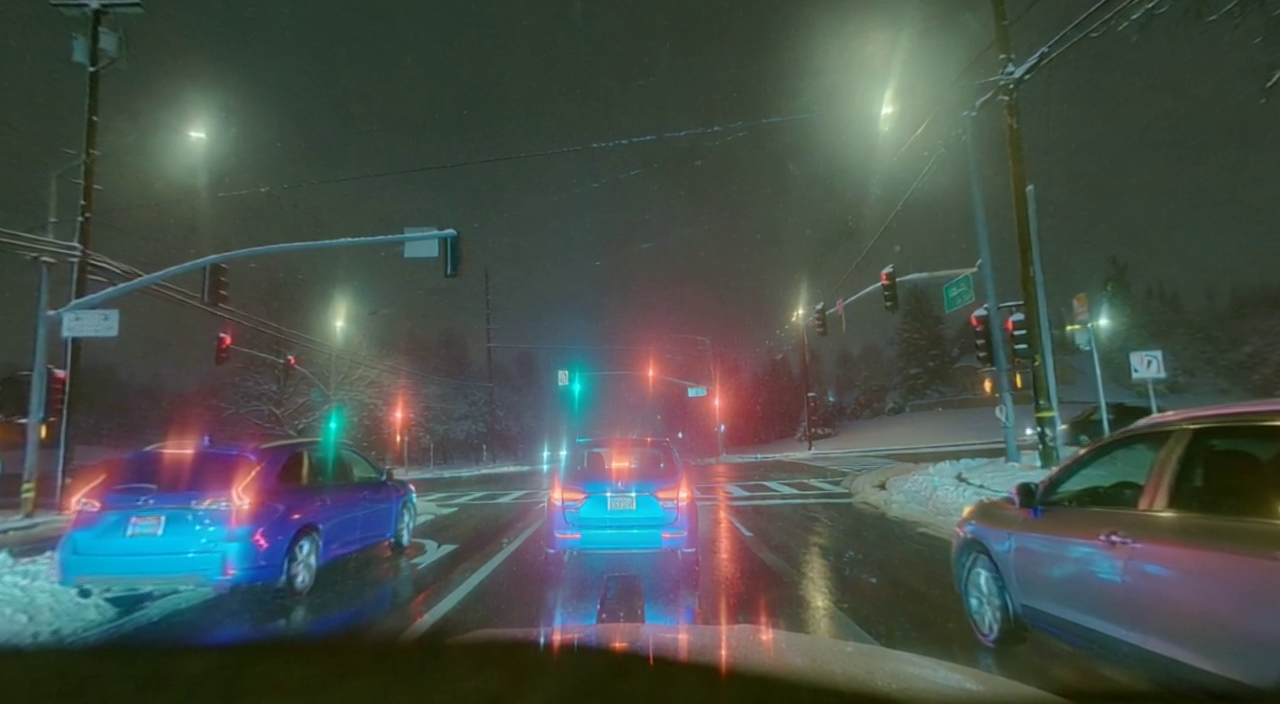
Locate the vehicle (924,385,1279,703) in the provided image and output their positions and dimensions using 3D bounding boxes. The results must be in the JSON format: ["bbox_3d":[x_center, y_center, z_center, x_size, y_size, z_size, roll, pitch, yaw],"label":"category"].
[{"bbox_3d":[2.925,0.932,2.474,1.860,1.494,3.707,0,-8,0],"label":"vehicle"}]

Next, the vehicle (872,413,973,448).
[{"bbox_3d":[15.125,4.240,33.994,4.431,1.555,1.886,-4,-9,2],"label":"vehicle"}]

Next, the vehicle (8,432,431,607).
[{"bbox_3d":[-4.369,1.771,7.685,2.106,1.492,4.312,0,-8,1],"label":"vehicle"}]

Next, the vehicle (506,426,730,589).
[{"bbox_3d":[-0.229,1.755,8.015,2.061,1.485,4.196,0,-8,-1],"label":"vehicle"}]
